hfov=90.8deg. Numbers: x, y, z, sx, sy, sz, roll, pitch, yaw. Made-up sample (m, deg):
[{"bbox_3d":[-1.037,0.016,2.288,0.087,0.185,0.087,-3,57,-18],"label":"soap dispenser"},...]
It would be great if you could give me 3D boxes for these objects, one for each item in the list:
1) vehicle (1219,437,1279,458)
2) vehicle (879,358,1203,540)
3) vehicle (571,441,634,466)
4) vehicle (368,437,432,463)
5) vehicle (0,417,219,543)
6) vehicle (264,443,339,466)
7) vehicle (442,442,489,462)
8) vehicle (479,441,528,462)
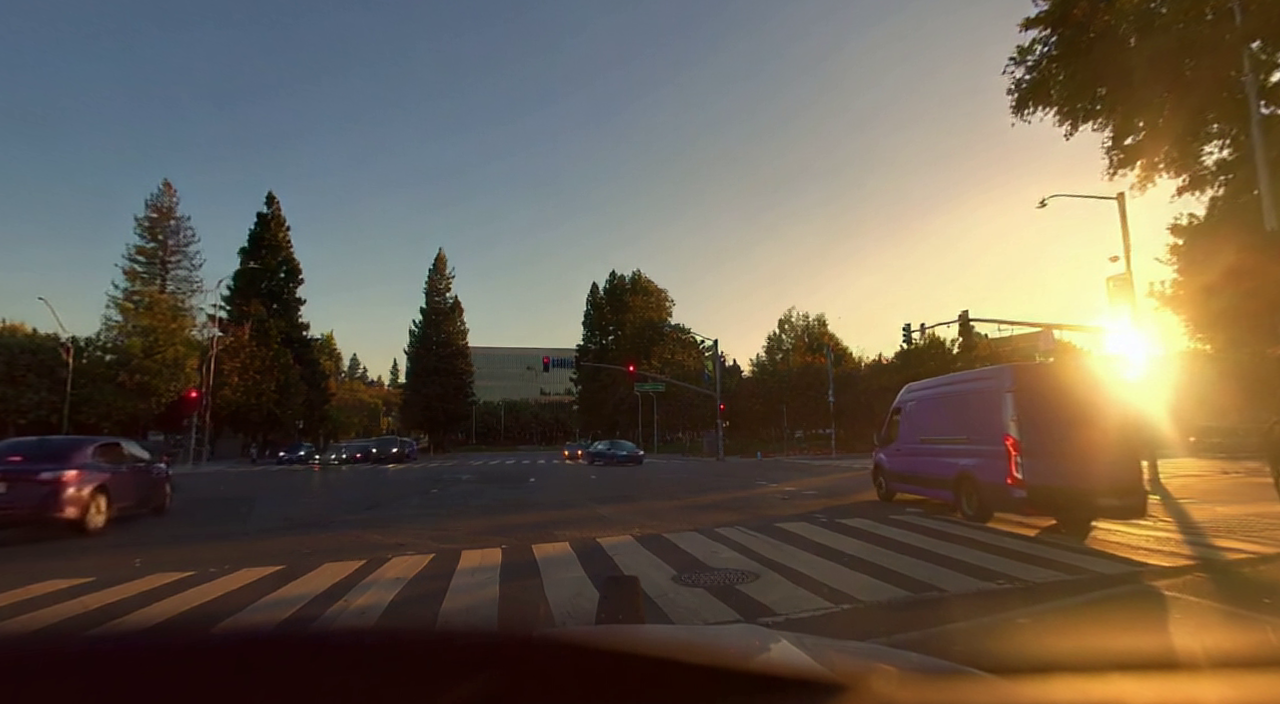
[{"bbox_3d":[43.795,6.887,45.433,4.010,1.452,1.800,4,-10,-28],"label":"vehicle"},{"bbox_3d":[6.565,1.733,11.486,2.332,2.511,5.326,0,-9,0],"label":"vehicle"},{"bbox_3d":[-2.265,6.062,37.850,1.907,1.409,3.909,6,-11,-37],"label":"vehicle"},{"bbox_3d":[-17.373,7.144,46.010,2.189,1.753,4.785,-1,-9,8],"label":"vehicle"},{"bbox_3d":[-9.127,2.037,10.610,2.115,1.653,4.553,2,-9,-17],"label":"vehicle"},{"bbox_3d":[-21.830,6.643,41.000,1.859,1.415,4.591,-1,-9,8],"label":"vehicle"},{"bbox_3d":[-13.175,7.590,47.859,1.845,1.426,4.289,-1,-9,8],"label":"vehicle"},{"bbox_3d":[-10.141,7.466,47.394,2.097,1.484,4.596,-1,-9,8],"label":"vehicle"}]
